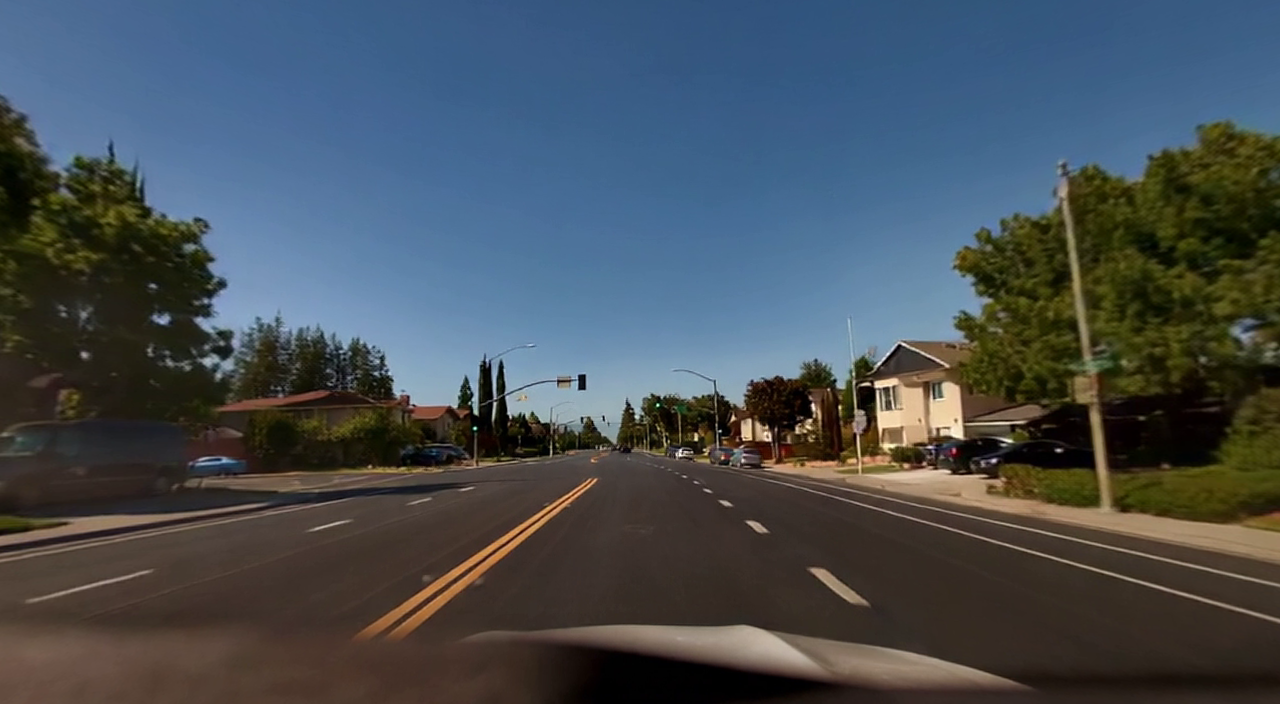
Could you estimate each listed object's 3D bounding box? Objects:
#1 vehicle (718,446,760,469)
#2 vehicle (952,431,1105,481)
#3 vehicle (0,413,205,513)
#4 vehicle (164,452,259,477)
[{"bbox_3d":[7.116,7.620,45.757,1.951,1.528,4.366,1,-8,-6],"label":"vehicle"},{"bbox_3d":[15.576,4.151,25.525,4.739,1.667,1.998,-3,-7,0],"label":"vehicle"},{"bbox_3d":[-15.566,2.927,17.298,2.653,2.232,6.273,0,-8,2],"label":"vehicle"},{"bbox_3d":[-27.244,7.127,40.255,4.600,1.468,1.869,0,-8,-3],"label":"vehicle"}]
